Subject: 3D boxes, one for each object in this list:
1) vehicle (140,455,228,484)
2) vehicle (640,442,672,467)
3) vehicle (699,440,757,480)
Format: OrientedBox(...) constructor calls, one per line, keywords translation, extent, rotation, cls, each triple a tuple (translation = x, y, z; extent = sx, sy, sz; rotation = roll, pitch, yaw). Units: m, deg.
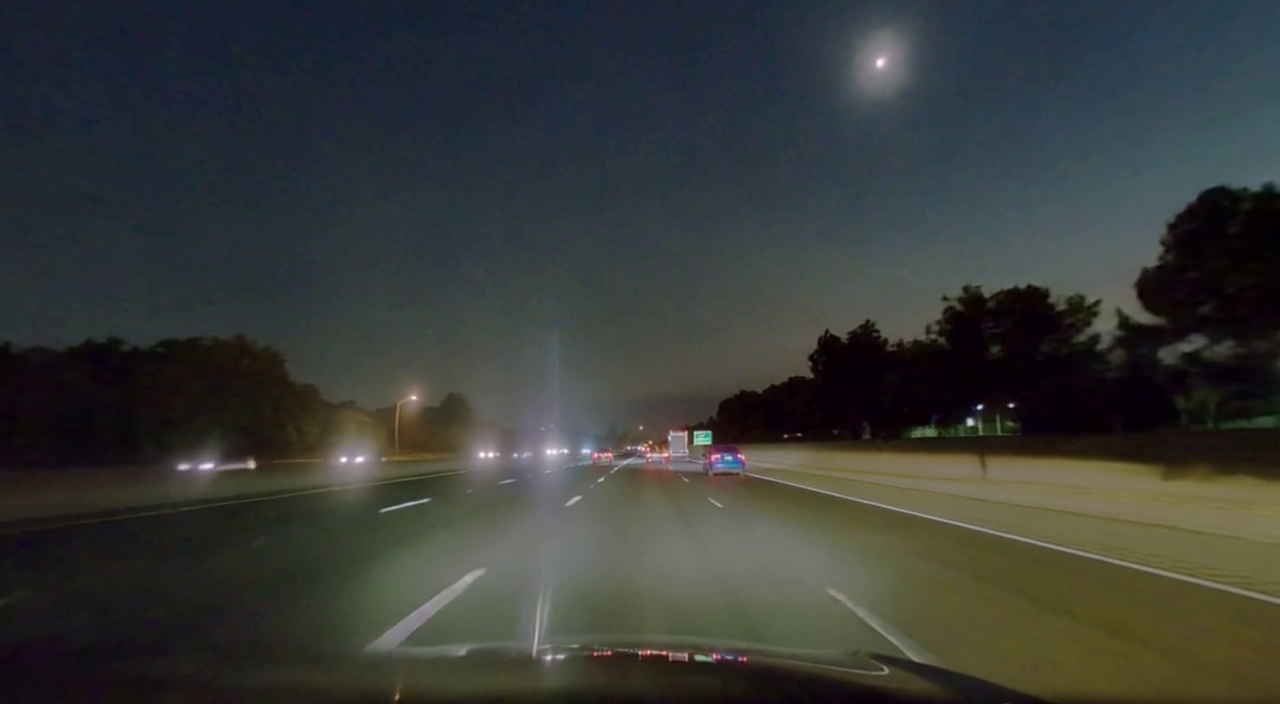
OrientedBox(translation=(-28.515, 7.319, 39.597), extent=(1.920, 1.635, 4.677), rotation=(0, -9, 1), cls="vehicle")
OrientedBox(translation=(1.148, 7.594, 46.729), extent=(2.205, 1.785, 4.423), rotation=(0, -9, 0), cls="vehicle")
OrientedBox(translation=(4.014, 5.022, 29.465), extent=(2.082, 1.720, 4.393), rotation=(0, -9, 0), cls="vehicle")
